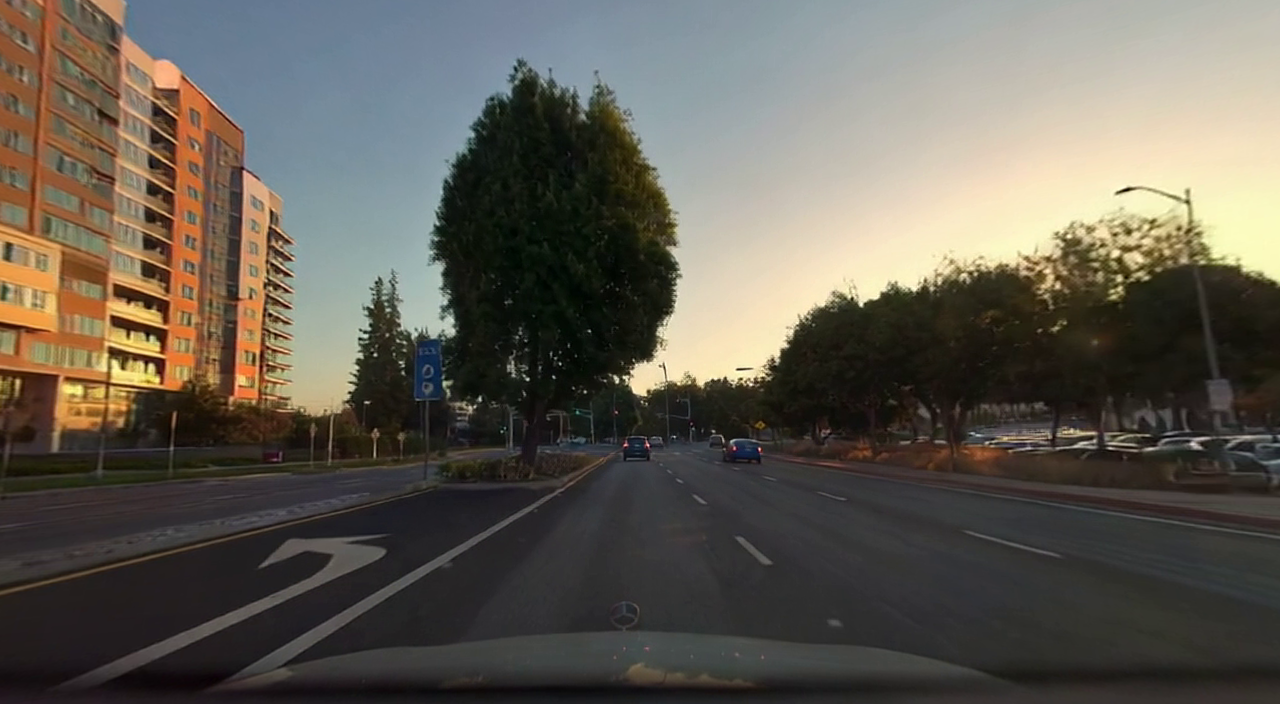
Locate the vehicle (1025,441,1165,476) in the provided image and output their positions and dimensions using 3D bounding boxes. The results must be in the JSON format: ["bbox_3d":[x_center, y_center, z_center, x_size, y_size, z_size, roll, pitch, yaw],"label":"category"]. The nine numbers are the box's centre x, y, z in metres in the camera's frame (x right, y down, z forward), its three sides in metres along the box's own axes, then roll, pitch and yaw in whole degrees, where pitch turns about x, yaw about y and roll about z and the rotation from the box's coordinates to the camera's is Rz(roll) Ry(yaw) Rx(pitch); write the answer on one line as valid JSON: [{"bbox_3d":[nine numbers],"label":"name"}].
[{"bbox_3d":[19.899,4.672,27.669,4.653,1.438,1.939,0,-9,-2],"label":"vehicle"}]

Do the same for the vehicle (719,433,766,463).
[{"bbox_3d":[6.651,6.299,41.257,2.136,1.799,4.796,1,-9,-2],"label":"vehicle"}]
